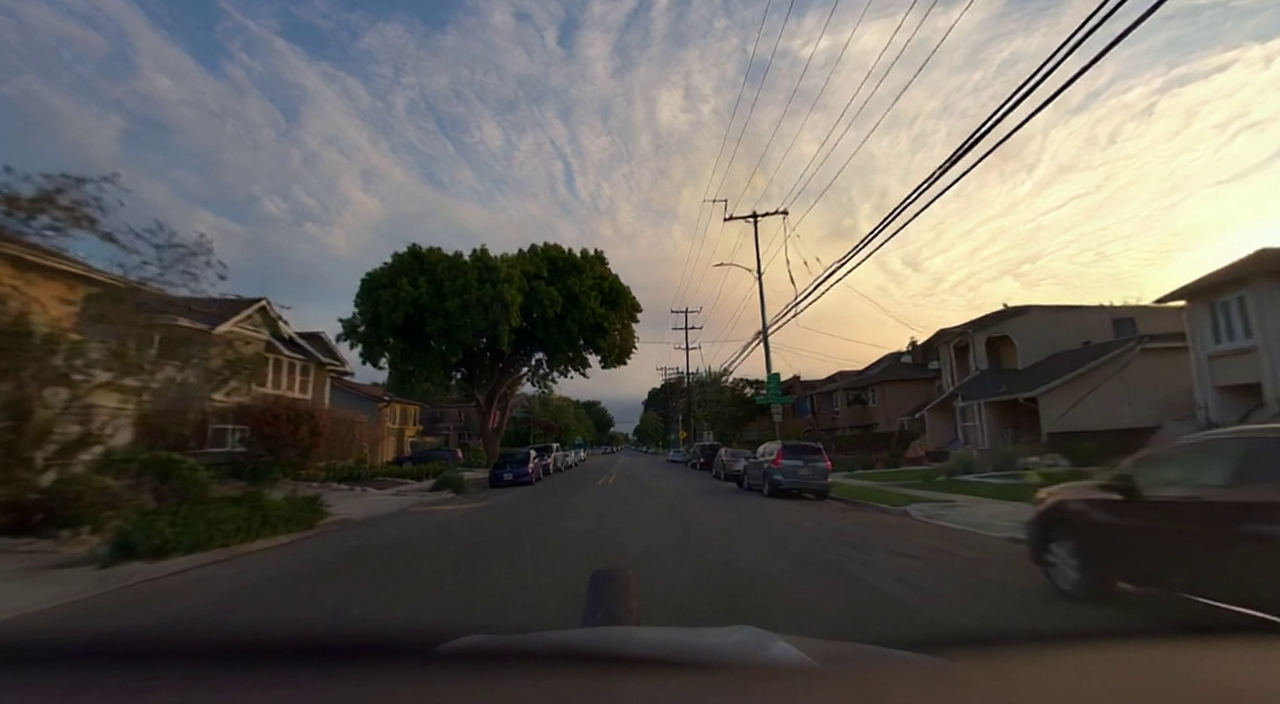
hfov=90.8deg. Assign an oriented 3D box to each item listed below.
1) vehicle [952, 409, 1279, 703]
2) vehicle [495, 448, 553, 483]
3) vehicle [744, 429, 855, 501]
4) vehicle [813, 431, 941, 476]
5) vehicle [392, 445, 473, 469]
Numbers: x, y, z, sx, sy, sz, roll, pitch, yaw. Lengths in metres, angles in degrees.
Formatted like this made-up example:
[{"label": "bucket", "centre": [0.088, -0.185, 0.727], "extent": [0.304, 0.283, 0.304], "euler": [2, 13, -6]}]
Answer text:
[{"label": "vehicle", "centre": [4.377, 1.198, 4.030], "extent": [1.998, 1.573, 5.318], "euler": [0, -8, -1]}, {"label": "vehicle", "centre": [-5.415, 5.338, 29.974], "extent": [2.031, 1.468, 4.165], "euler": [-2, -9, 0]}, {"label": "vehicle", "centre": [4.556, 3.299, 18.838], "extent": [2.086, 1.885, 4.323], "euler": [0, -8, -1]}, {"label": "vehicle", "centre": [10.717, 4.637, 28.911], "extent": [4.989, 1.840, 2.096], "euler": [-1, -9, 2]}, {"label": "vehicle", "centre": [-13.152, 6.680, 40.254], "extent": [4.556, 1.510, 1.843], "euler": [0, -9, -2]}]
